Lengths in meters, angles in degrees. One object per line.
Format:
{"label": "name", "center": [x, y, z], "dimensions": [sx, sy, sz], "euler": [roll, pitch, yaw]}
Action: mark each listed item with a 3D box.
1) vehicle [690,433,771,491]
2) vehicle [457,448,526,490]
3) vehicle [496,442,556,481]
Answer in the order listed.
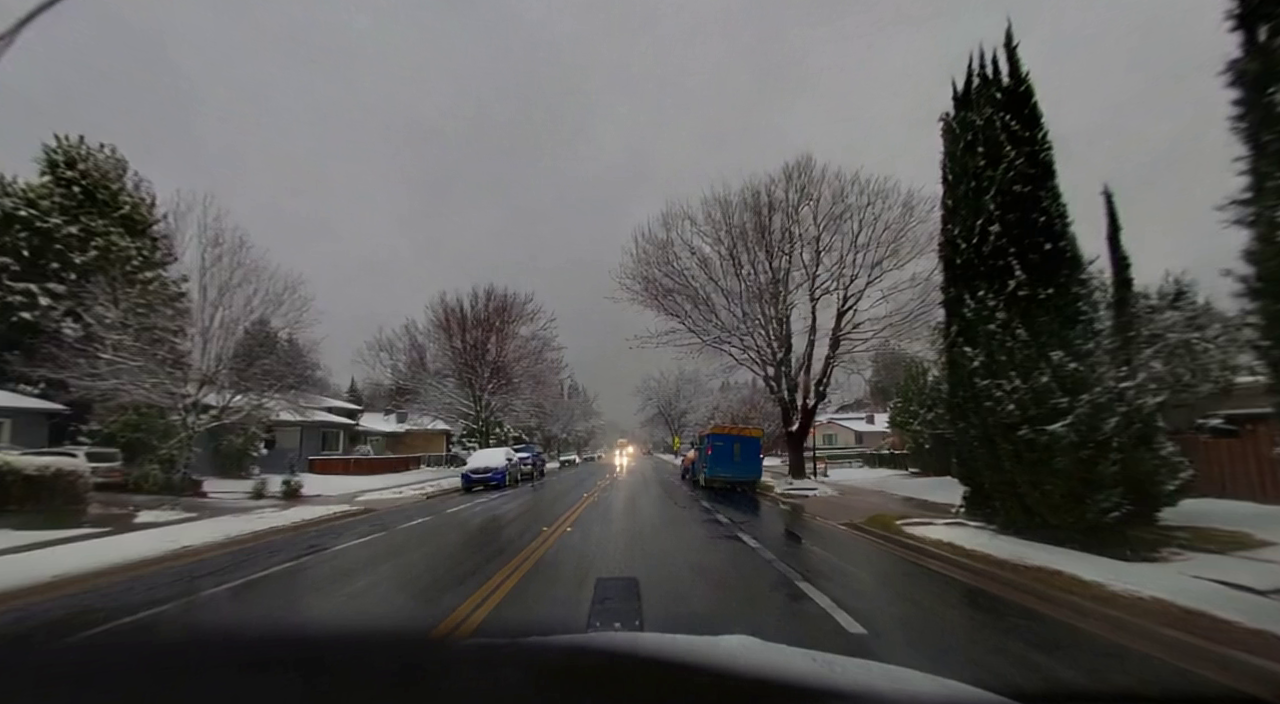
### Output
{"label": "vehicle", "center": [3.429, 4.329, 25.291], "dimensions": [2.332, 2.044, 5.695], "euler": [0, -9, -1]}
{"label": "vehicle", "center": [-6.905, 5.473, 29.968], "dimensions": [2.005, 1.785, 5.179], "euler": [0, -9, 0]}
{"label": "vehicle", "center": [-6.492, 6.321, 36.791], "dimensions": [2.302, 2.059, 5.758], "euler": [0, -9, 1]}
